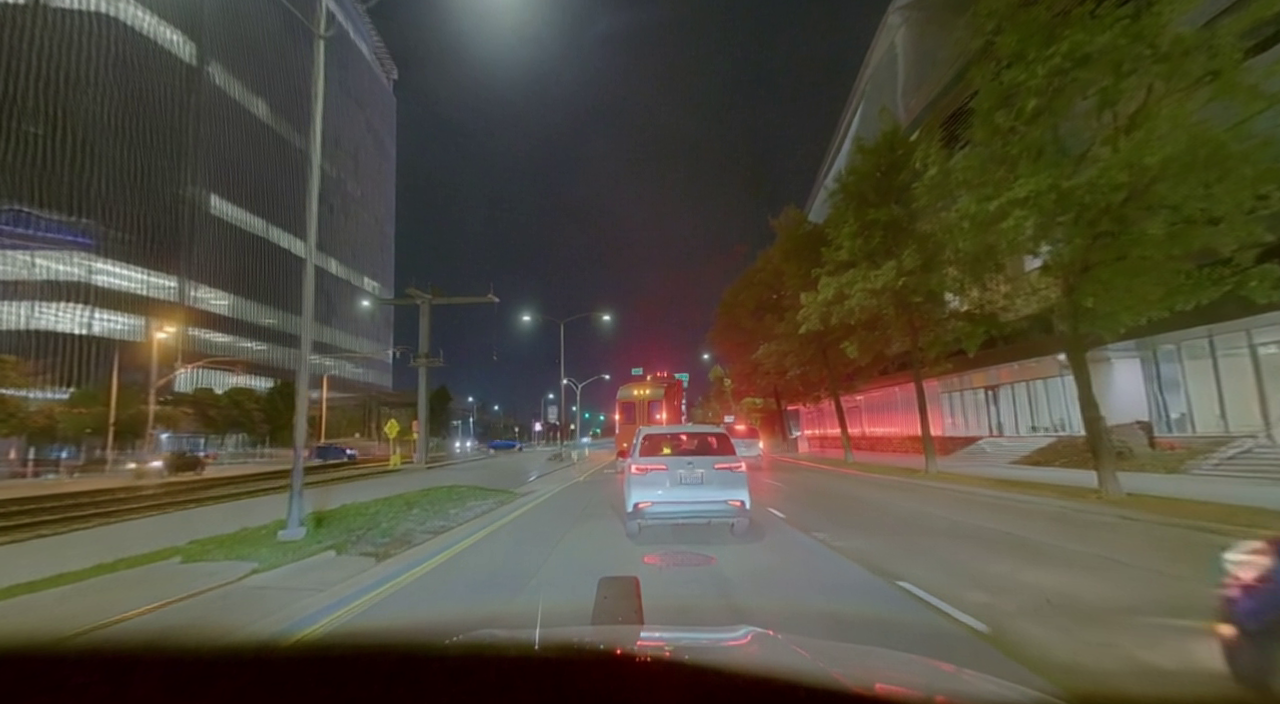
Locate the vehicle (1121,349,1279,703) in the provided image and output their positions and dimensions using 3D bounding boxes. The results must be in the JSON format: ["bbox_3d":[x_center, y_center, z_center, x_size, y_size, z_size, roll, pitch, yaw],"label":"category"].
[{"bbox_3d":[3.826,0.614,1.134,2.212,1.709,4.715,0,-9,1],"label":"vehicle"}]

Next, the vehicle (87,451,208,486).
[{"bbox_3d":[-23.082,5.433,29.784,1.900,1.465,4.781,0,-9,-1],"label":"vehicle"}]

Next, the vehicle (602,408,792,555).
[{"bbox_3d":[0.594,1.808,9.397,2.190,1.684,4.084,0,-9,-2],"label":"vehicle"}]
